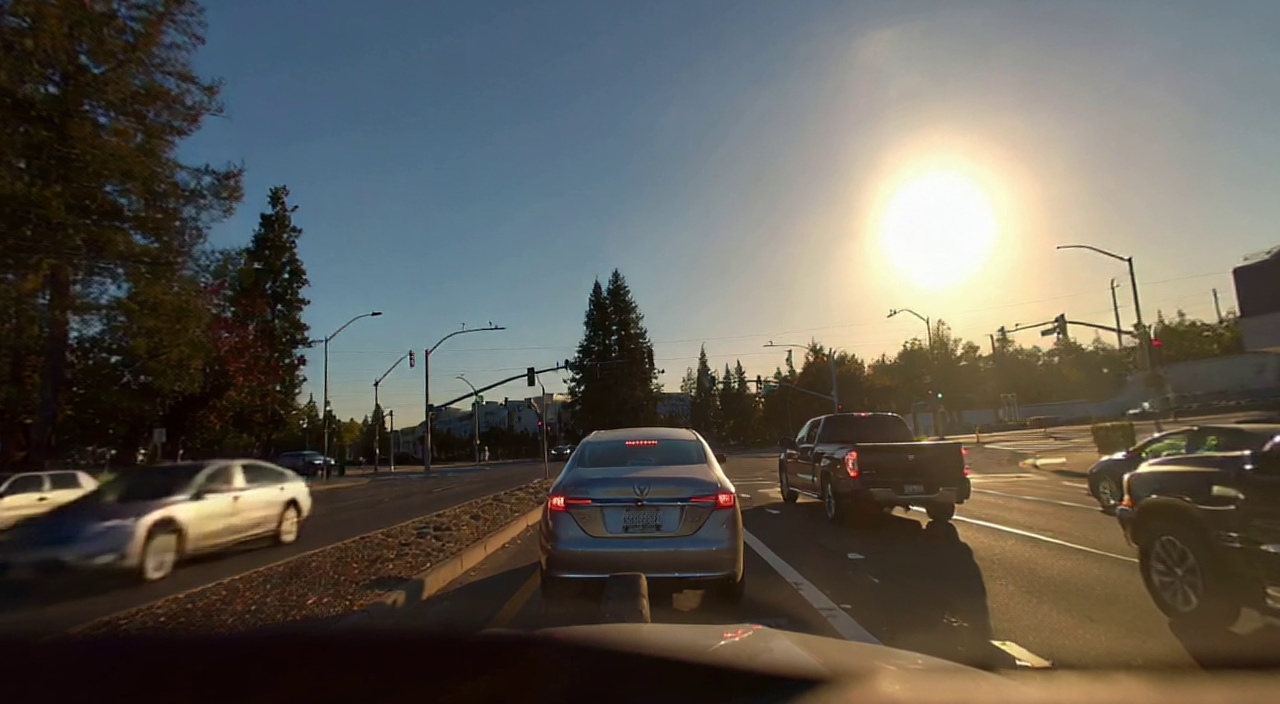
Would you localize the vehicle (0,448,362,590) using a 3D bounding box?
[{"bbox_3d":[-6.153,2.175,9.161,2.157,1.492,4.411,-1,-8,1],"label":"vehicle"}]

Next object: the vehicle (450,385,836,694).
[{"bbox_3d":[-0.015,1.315,5.531,2.116,1.677,3.948,0,-8,-1],"label":"vehicle"}]

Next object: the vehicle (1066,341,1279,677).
[{"bbox_3d":[4.458,0.746,2.738,2.019,1.803,4.634,-1,-8,1],"label":"vehicle"}]

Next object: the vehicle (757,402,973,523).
[{"bbox_3d":[4.176,2.202,13.109,2.319,1.930,5.651,0,-8,-1],"label":"vehicle"}]

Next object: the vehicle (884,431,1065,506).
[{"bbox_3d":[7.603,2.678,14.955,1.856,1.487,4.454,0,-8,0],"label":"vehicle"}]
